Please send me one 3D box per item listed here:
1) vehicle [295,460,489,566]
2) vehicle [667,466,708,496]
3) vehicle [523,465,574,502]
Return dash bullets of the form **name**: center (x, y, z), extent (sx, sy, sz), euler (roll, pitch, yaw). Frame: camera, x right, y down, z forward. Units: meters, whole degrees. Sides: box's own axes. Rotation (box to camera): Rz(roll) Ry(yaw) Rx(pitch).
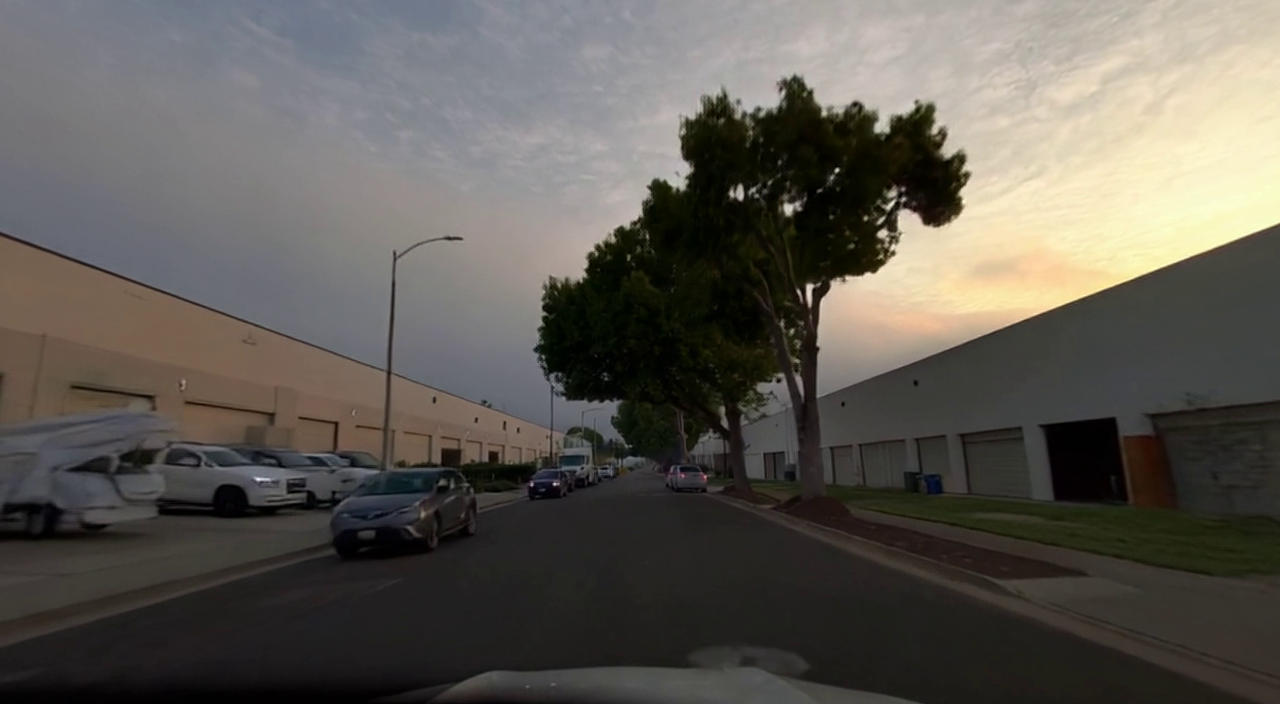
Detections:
- **vehicle**: center (-4.493, 2.954, 12.348), extent (1.927, 1.580, 4.556), euler (-1, -9, 0)
- **vehicle**: center (2.457, 6.811, 33.399), extent (1.819, 1.446, 3.909), euler (1, -11, -1)
- **vehicle**: center (-4.365, 6.343, 30.591), extent (1.835, 1.625, 3.674), euler (0, -11, 1)
